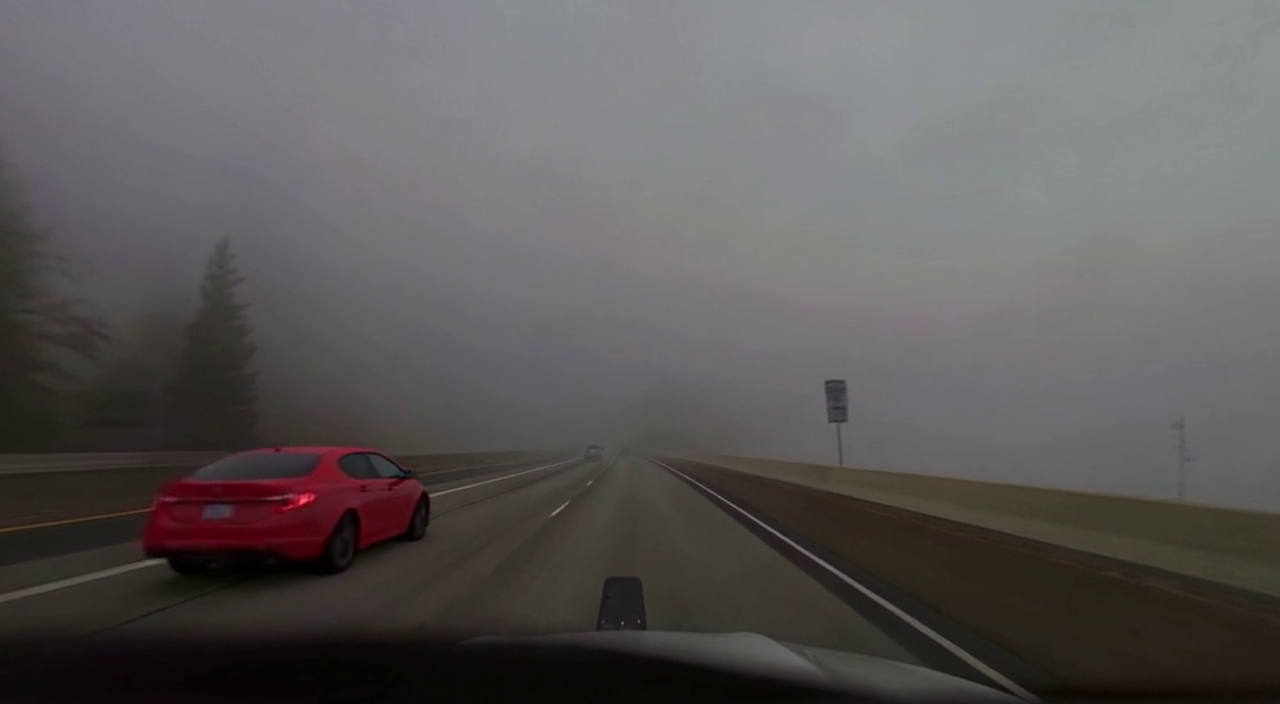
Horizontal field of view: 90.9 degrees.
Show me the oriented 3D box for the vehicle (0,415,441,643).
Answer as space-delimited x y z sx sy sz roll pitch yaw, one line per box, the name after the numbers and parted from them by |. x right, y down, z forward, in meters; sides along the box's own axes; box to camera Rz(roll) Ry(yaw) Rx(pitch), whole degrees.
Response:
-3.855 1.551 6.602 2.017 1.522 4.569 0 -9 1 | vehicle
